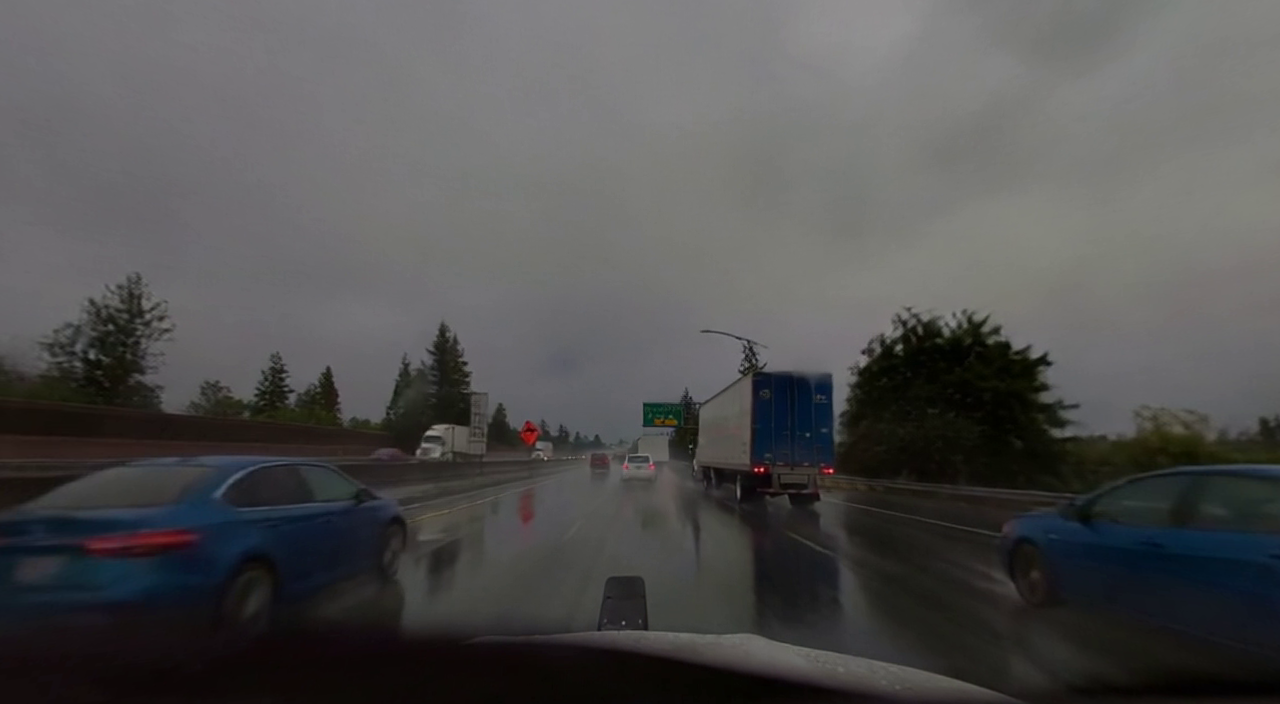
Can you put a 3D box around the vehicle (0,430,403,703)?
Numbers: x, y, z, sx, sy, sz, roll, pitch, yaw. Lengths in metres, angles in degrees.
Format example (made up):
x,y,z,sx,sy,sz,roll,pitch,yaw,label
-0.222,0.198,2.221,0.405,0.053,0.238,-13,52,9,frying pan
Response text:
x,y,z,sx,sy,sz,roll,pitch,yaw,label
-3.587,1.374,4.551,2.105,1.467,4.099,0,-9,1,vehicle

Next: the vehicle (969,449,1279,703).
x,y,z,sx,sy,sz,roll,pitch,yaw,label
4.296,1.317,3.999,2.037,1.377,4.407,0,-9,0,vehicle

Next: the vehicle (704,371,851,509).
x,y,z,sx,sy,sz,roll,pitch,yaw,label
4.704,3.646,25.384,2.877,4.035,13.897,0,-9,0,vehicle

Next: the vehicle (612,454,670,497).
x,y,z,sx,sy,sz,roll,pitch,yaw,label
0.011,4.774,24.764,2.089,1.516,4.191,0,-9,-1,vehicle
